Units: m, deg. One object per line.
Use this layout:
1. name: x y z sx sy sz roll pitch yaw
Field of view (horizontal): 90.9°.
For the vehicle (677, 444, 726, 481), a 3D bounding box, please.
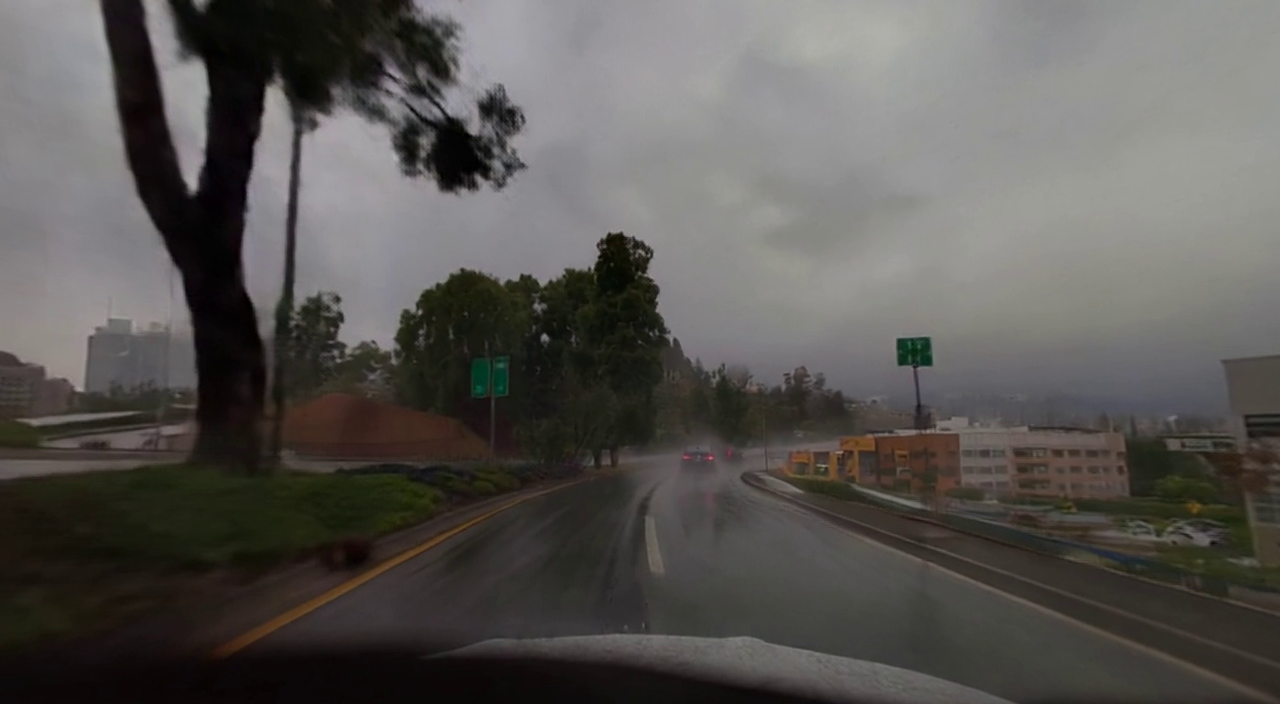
1. vehicle: 2.627 4.804 27.836 1.956 1.473 4.640 -1 -8 3
